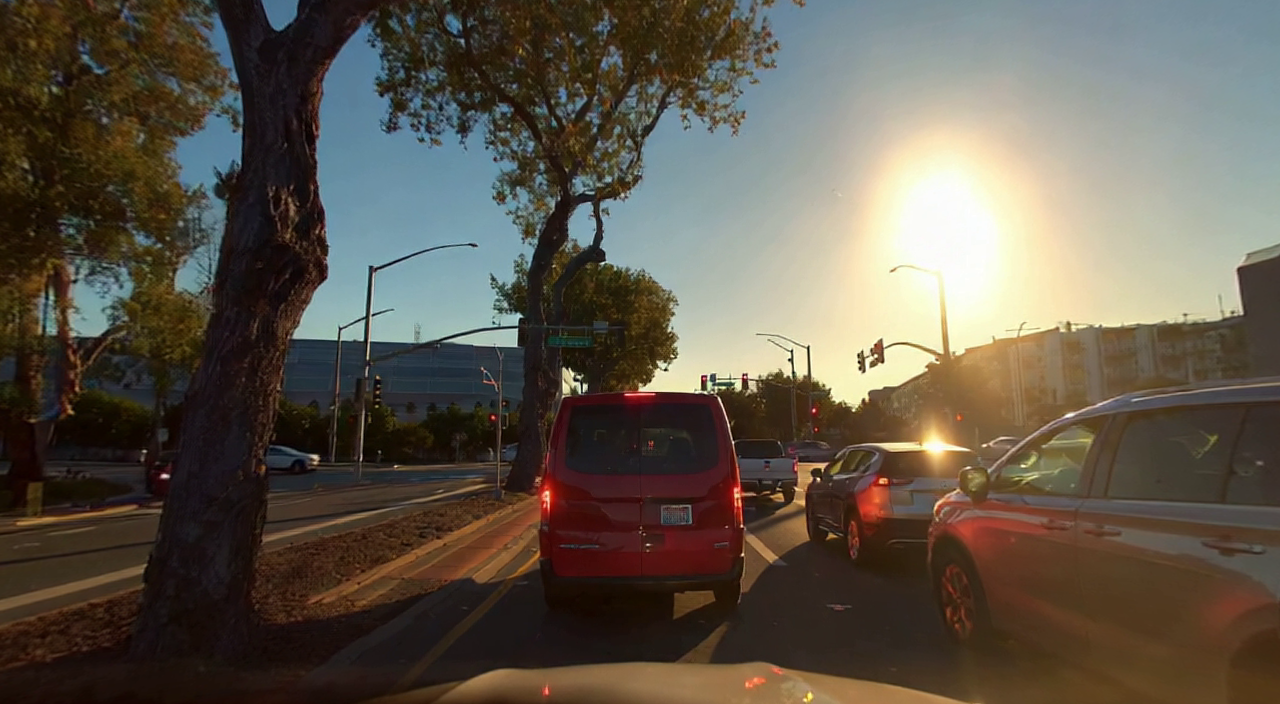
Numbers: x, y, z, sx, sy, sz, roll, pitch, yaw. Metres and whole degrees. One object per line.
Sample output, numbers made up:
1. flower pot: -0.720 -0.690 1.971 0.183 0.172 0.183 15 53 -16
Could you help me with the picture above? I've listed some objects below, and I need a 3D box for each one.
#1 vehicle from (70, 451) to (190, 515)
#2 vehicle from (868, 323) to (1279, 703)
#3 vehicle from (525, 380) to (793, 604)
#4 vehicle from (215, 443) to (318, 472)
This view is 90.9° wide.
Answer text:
1. vehicle: -15.374 3.811 18.908 4.654 1.488 2.023 -8 -6 41
2. vehicle: 2.897 0.951 3.173 1.971 1.663 4.287 0 -8 2
3. vehicle: 0.174 1.467 7.432 2.185 1.822 4.391 0 -8 1
4. vehicle: -20.952 5.920 35.514 4.498 1.547 1.886 1 -8 -7
